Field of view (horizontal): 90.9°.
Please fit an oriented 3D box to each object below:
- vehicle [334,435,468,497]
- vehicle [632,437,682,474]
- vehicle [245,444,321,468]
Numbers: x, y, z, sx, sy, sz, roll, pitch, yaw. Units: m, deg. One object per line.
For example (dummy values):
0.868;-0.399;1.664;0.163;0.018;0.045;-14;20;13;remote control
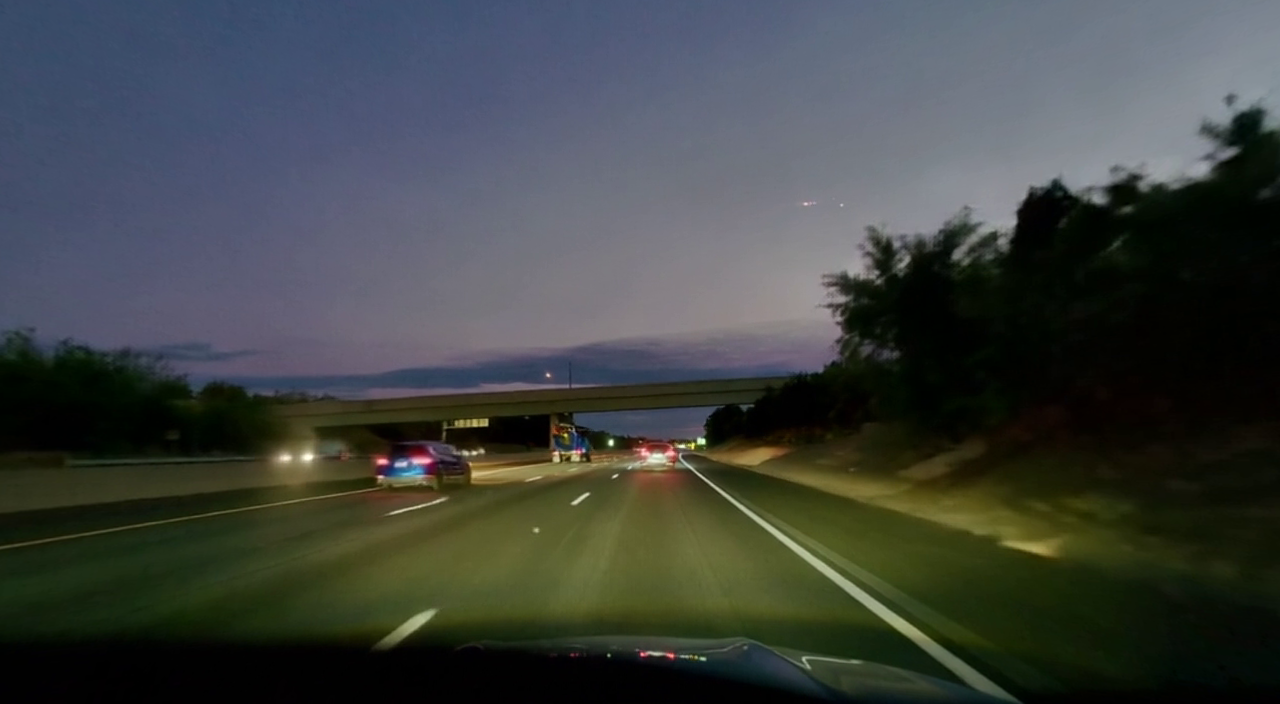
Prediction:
-6.986;3.369;19.089;2.115;1.644;4.513;0;-8;3;vehicle
0.855;5.167;31.713;2.336;1.722;4.212;0;-8;2;vehicle
-24.212;7.055;43.069;1.950;1.527;5.235;0;-8;2;vehicle
